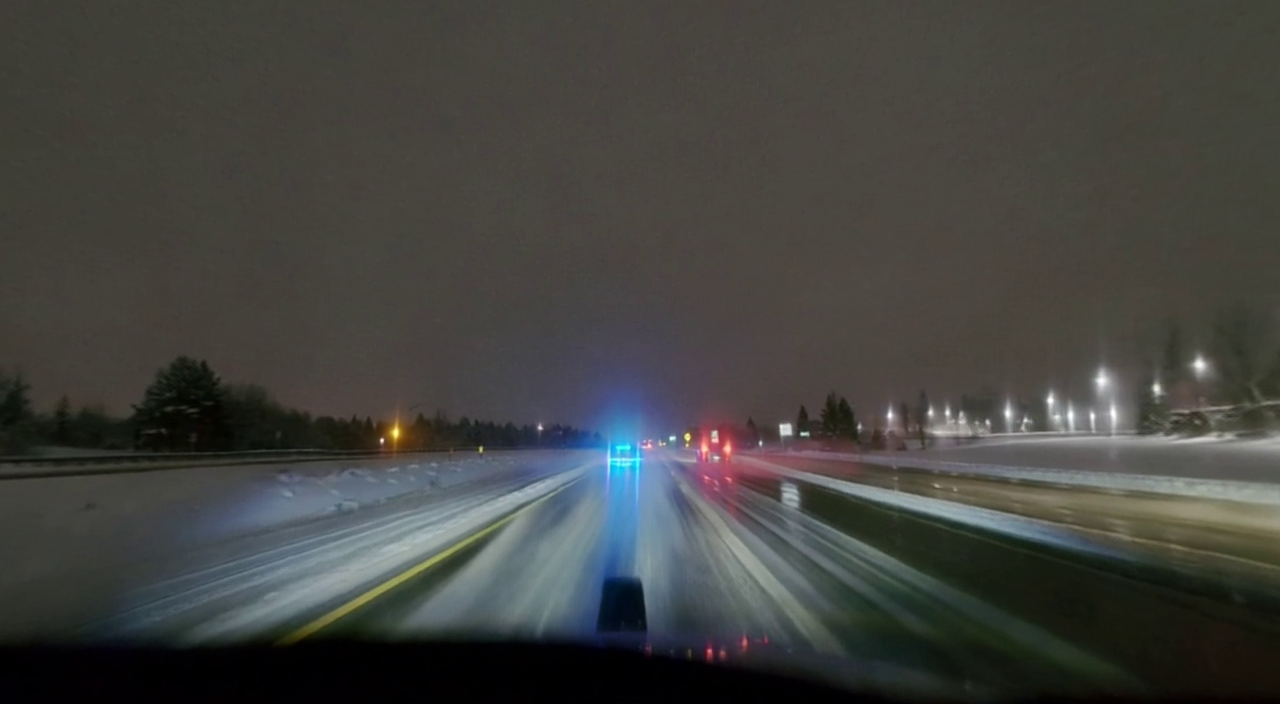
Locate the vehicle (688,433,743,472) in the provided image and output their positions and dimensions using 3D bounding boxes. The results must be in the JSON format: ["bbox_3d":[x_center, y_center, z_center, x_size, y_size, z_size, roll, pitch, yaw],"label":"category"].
[{"bbox_3d":[3.468,4.716,29.727,2.063,1.698,4.355,0,-8,0],"label":"vehicle"}]

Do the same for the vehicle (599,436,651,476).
[{"bbox_3d":[-0.560,4.402,26.766,2.050,1.546,4.344,0,-8,1],"label":"vehicle"}]
